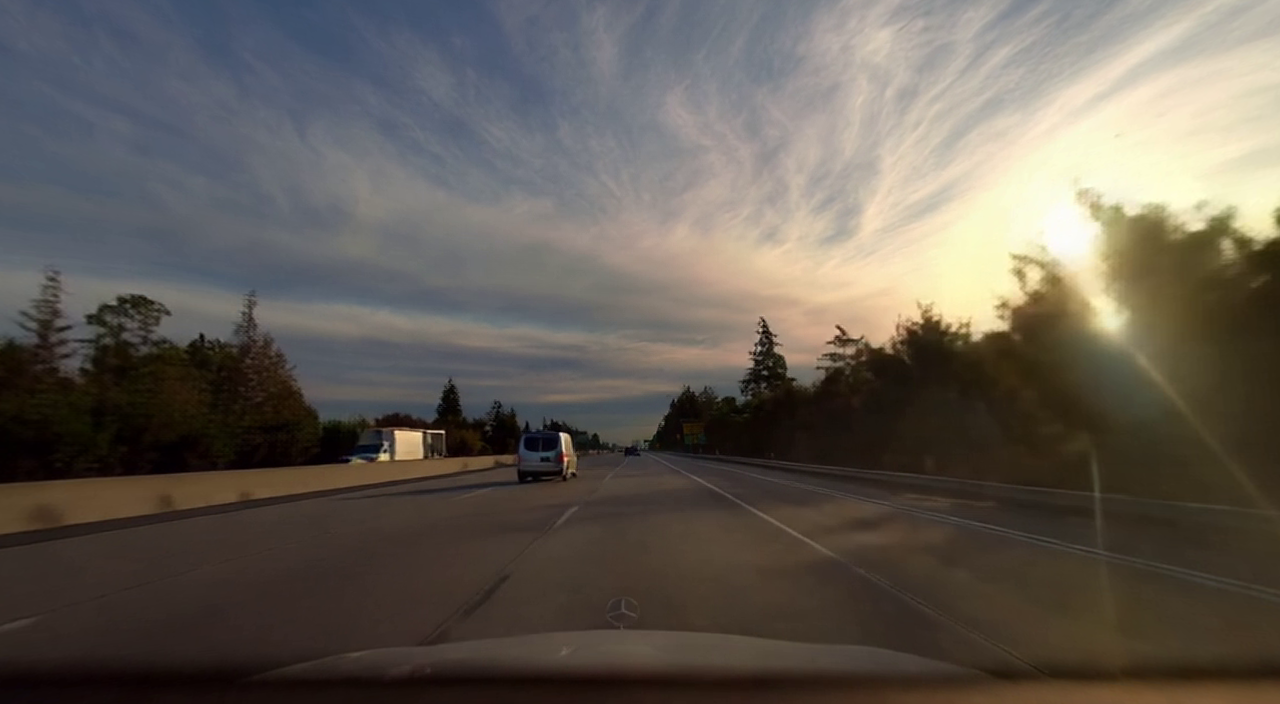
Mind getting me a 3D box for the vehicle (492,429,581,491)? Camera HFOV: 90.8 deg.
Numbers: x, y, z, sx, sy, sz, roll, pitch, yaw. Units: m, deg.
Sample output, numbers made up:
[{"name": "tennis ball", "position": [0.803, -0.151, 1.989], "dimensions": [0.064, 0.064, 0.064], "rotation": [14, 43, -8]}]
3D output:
[{"name": "vehicle", "position": [-3.605, 3.913, 23.227], "dimensions": [2.349, 1.973, 5.419], "rotation": [0, -9, 0]}]
